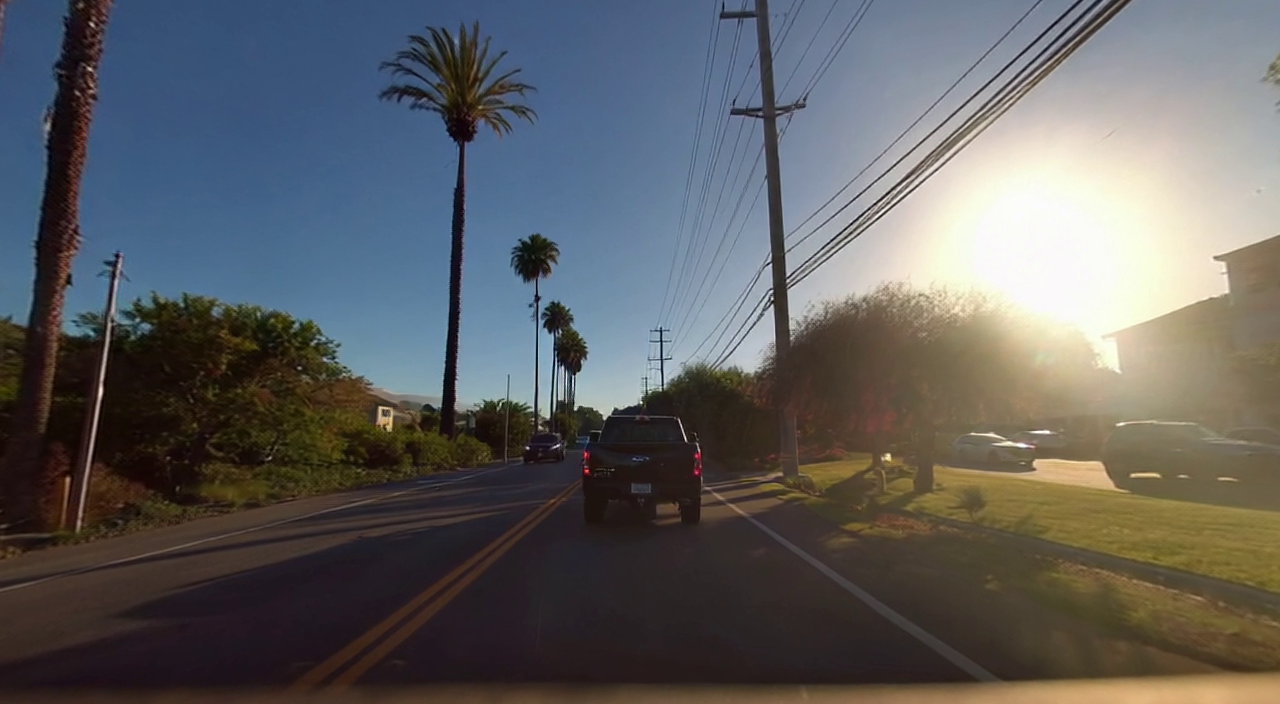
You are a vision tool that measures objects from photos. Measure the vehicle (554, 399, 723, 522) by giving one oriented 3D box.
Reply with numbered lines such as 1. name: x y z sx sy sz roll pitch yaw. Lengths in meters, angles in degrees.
1. vehicle: -0.006 2.261 13.651 2.848 2.047 5.885 0 -8 0

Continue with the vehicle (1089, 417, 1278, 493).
1. vehicle: 16.087 3.099 19.290 2.338 1.917 6.076 -3 -9 21

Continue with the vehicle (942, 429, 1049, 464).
1. vehicle: 20.365 5.505 36.667 2.277 1.836 6.267 0 -9 -4

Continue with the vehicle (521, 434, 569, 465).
1. vehicle: -5.868 6.106 39.604 2.271 1.798 5.412 0 -8 -1
